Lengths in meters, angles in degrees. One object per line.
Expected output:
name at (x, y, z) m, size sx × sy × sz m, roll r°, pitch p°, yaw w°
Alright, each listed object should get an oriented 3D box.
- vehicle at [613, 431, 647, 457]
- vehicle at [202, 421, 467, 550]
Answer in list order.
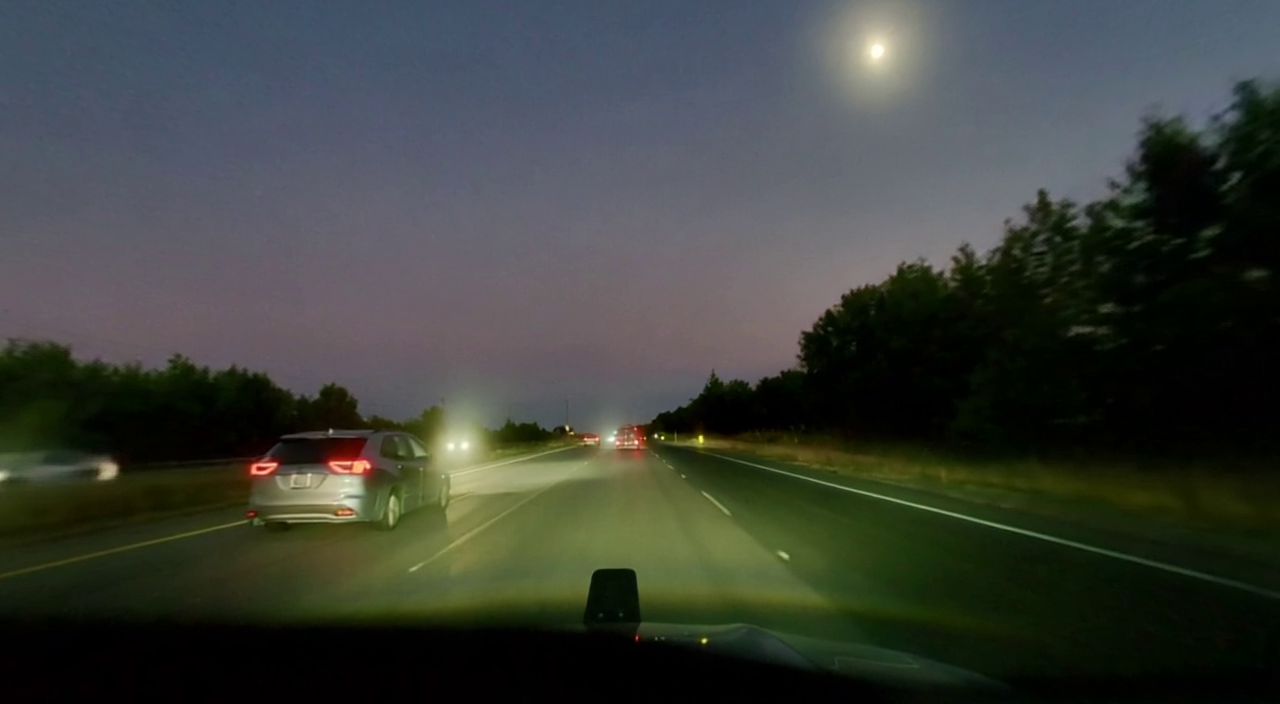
vehicle at (-0.677, 6.184, 42.497) m, size 2.162 × 1.616 × 4.242 m, roll 0°, pitch -8°, yaw 0°
vehicle at (-4.134, 1.833, 9.441) m, size 1.931 × 1.483 × 4.105 m, roll 0°, pitch -8°, yaw -1°
